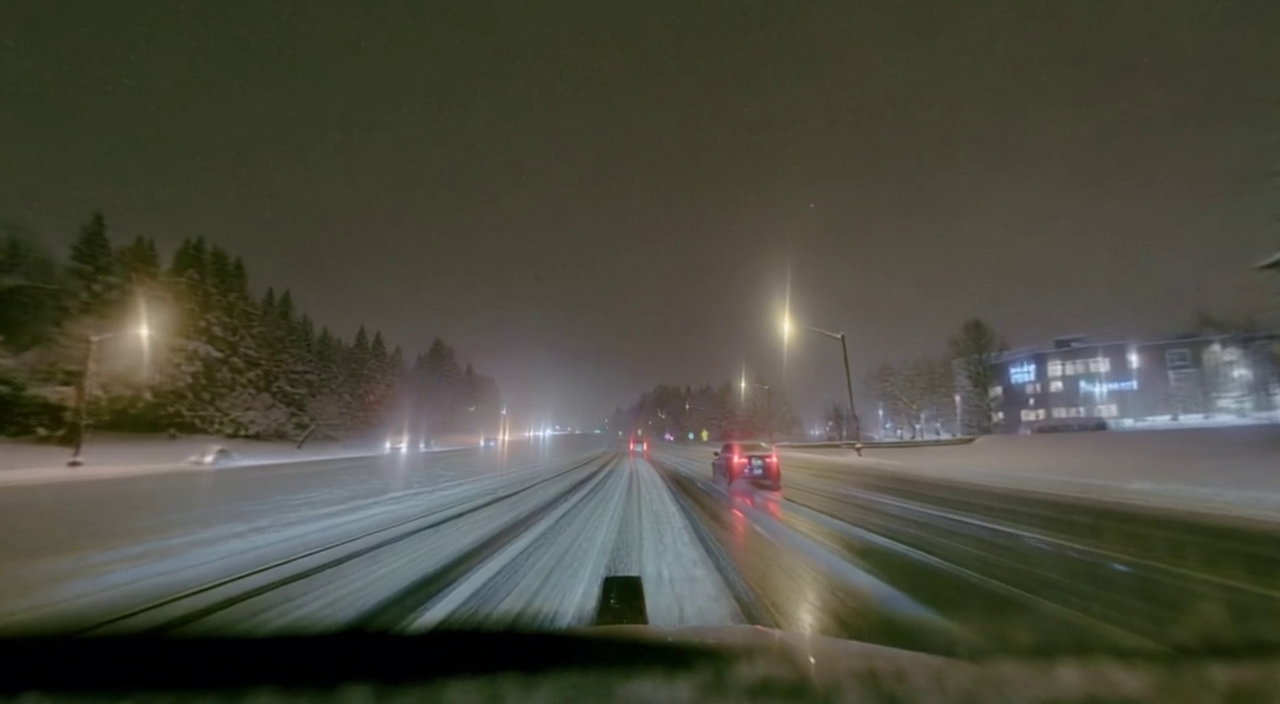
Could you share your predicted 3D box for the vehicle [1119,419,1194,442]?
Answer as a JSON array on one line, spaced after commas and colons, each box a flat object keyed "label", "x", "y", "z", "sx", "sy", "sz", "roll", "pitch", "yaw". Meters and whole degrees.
[{"label": "vehicle", "x": 40.052, "y": 6.097, "z": 49.031, "sx": 4.263, "sy": 1.563, "sz": 1.862, "roll": -9, "pitch": -10, "yaw": 35}]

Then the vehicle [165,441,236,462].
[{"label": "vehicle", "x": -31.794, "y": 7.192, "z": 45.809, "sx": 1.971, "sy": 1.461, "sz": 4.469, "roll": 0, "pitch": -8, "yaw": -1}]

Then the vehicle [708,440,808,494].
[{"label": "vehicle", "x": 3.375, "y": 3.395, "z": 19.040, "sx": 2.069, "sy": 1.431, "sz": 4.313, "roll": 0, "pitch": -9, "yaw": -2}]
